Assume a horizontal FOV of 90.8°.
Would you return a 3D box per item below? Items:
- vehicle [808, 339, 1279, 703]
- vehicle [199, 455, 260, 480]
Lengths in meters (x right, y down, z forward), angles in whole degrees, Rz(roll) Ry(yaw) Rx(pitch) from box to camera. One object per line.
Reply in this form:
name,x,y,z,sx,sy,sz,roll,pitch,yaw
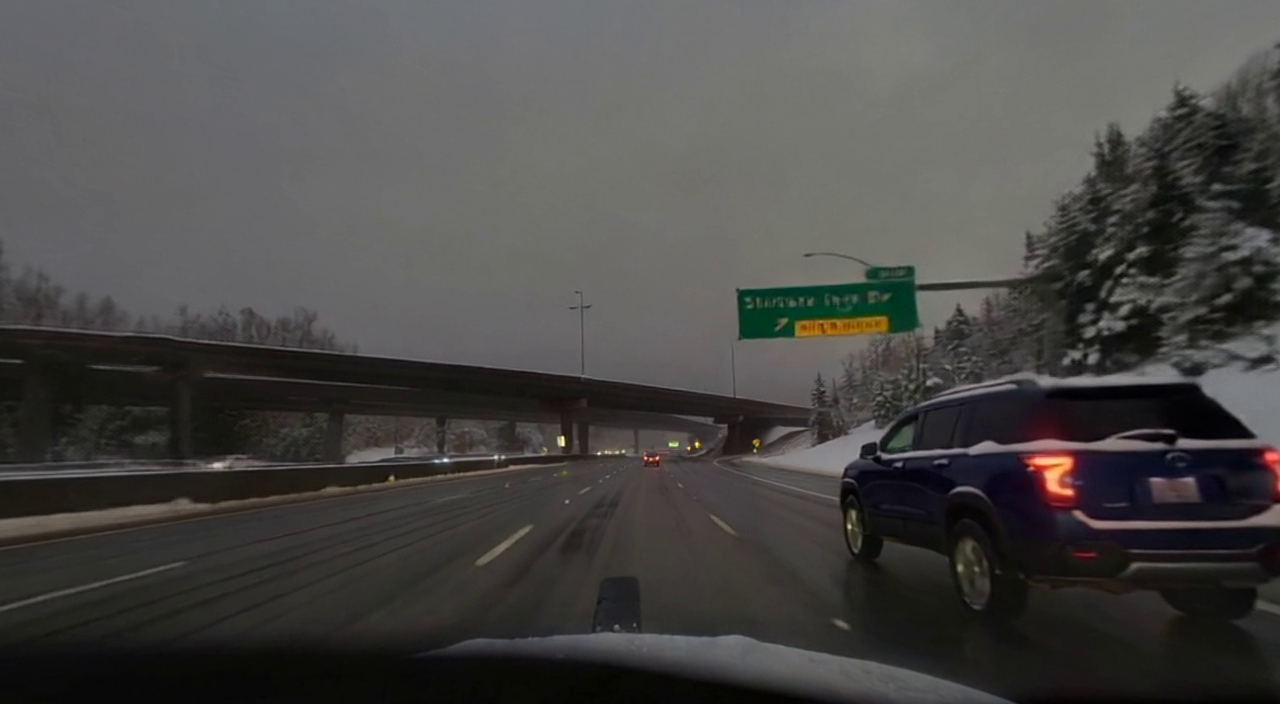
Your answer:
vehicle,3.302,1.249,5.589,2.155,1.918,4.945,0,-9,-1
vehicle,-29.867,8.405,46.138,1.866,1.478,4.213,-1,-7,-4
